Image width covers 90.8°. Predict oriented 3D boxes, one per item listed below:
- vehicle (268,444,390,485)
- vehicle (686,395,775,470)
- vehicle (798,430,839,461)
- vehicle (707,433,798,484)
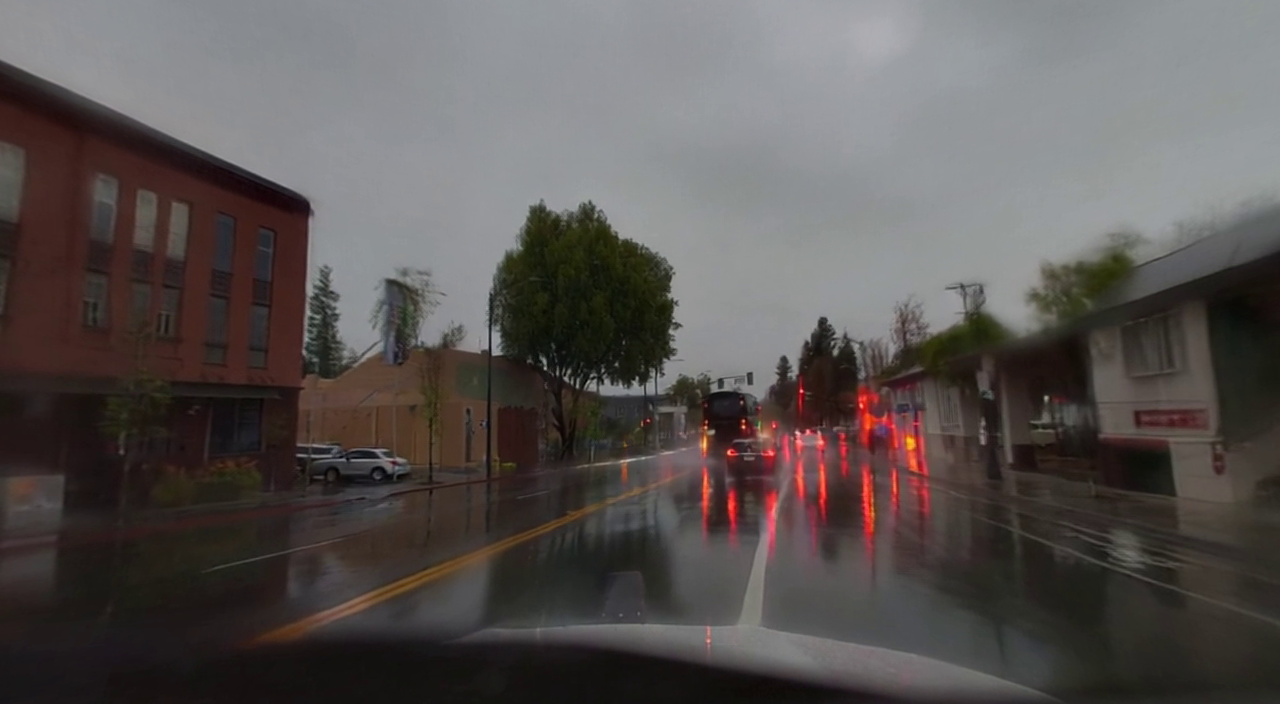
[{"bbox_3d":[-13.542,4.879,27.618,4.397,1.698,1.932,-2,-9,12],"label":"vehicle"},{"bbox_3d":[5.305,4.508,34.360,2.977,3.271,12.748,-3,-9,16],"label":"vehicle"},{"bbox_3d":[12.075,6.311,42.570,2.110,1.942,4.376,-4,-9,22],"label":"vehicle"},{"bbox_3d":[3.630,3.519,21.188,2.159,1.506,4.086,0,-8,-2],"label":"vehicle"}]
